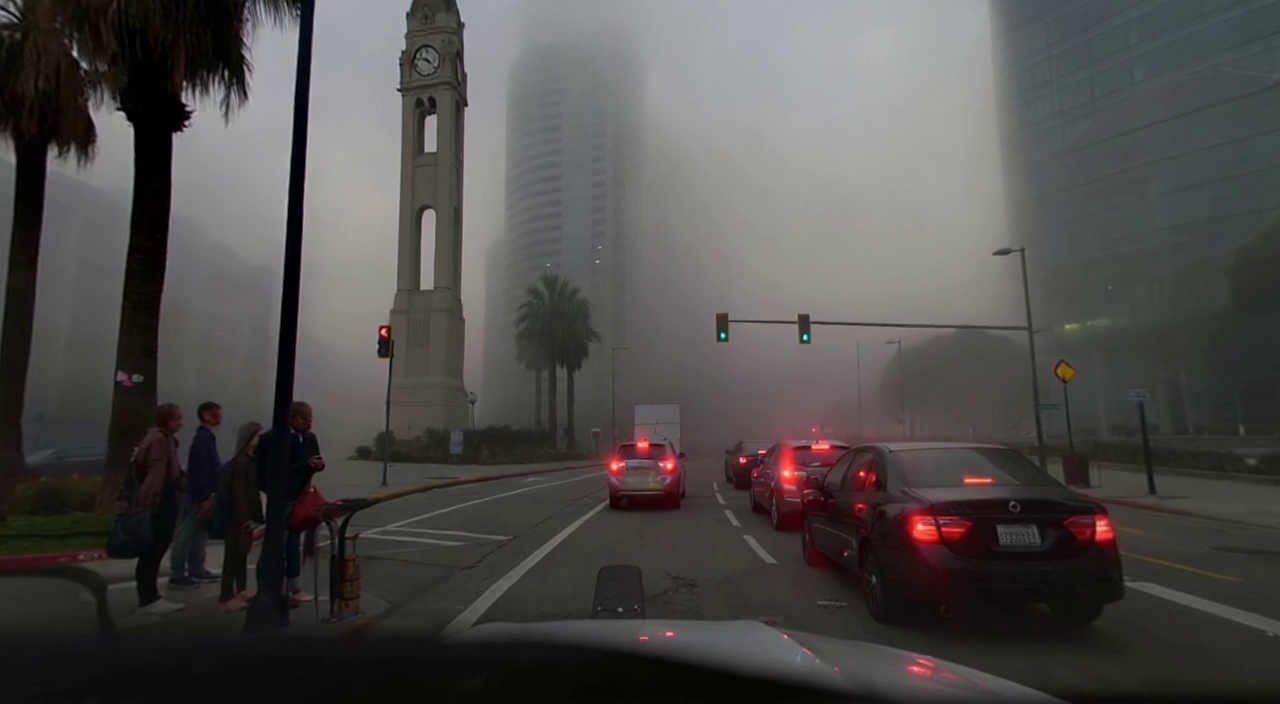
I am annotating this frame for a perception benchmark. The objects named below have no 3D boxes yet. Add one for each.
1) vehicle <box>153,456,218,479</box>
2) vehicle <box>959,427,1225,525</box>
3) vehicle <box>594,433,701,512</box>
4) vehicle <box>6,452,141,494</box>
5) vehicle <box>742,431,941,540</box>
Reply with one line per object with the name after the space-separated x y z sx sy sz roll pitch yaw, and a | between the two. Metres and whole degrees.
-33.569 8.503 46.612 1.773 1.491 4.385 1 -9 -5 | vehicle
8.182 2.261 12.036 1.859 1.508 4.259 0 -9 -1 | vehicle
0.172 2.594 13.954 2.048 1.503 3.681 0 -8 1 | vehicle
-26.707 5.671 29.949 2.105 1.793 4.812 0 -9 -4 | vehicle
3.107 2.154 10.829 1.913 1.469 4.425 0 -8 -1 | vehicle
